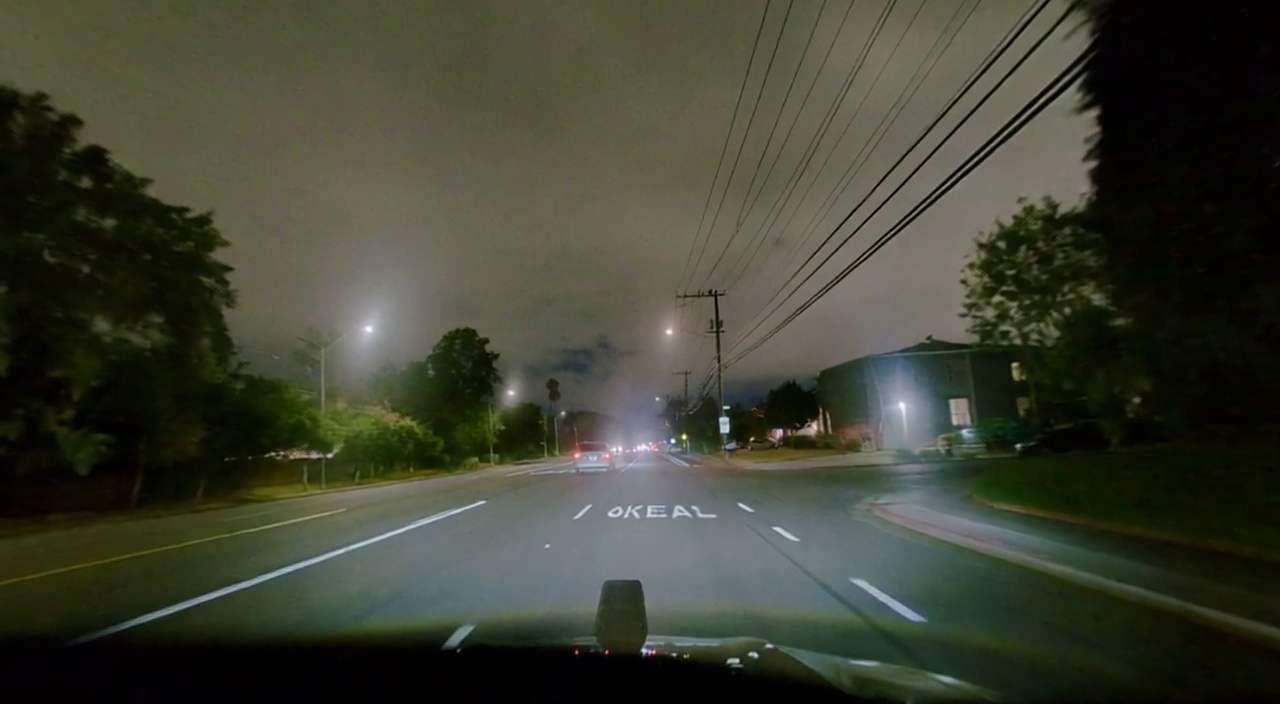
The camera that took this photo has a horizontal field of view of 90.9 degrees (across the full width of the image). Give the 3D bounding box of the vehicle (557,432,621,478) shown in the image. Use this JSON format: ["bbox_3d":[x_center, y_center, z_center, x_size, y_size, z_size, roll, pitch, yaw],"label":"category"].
[{"bbox_3d":[-2.184,4.634,28.447,2.327,1.861,4.941,-1,-9,2],"label":"vehicle"}]

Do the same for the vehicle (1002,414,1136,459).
[{"bbox_3d":[20.542,4.113,30.403,4.502,1.833,2.462,-3,-10,1],"label":"vehicle"}]
